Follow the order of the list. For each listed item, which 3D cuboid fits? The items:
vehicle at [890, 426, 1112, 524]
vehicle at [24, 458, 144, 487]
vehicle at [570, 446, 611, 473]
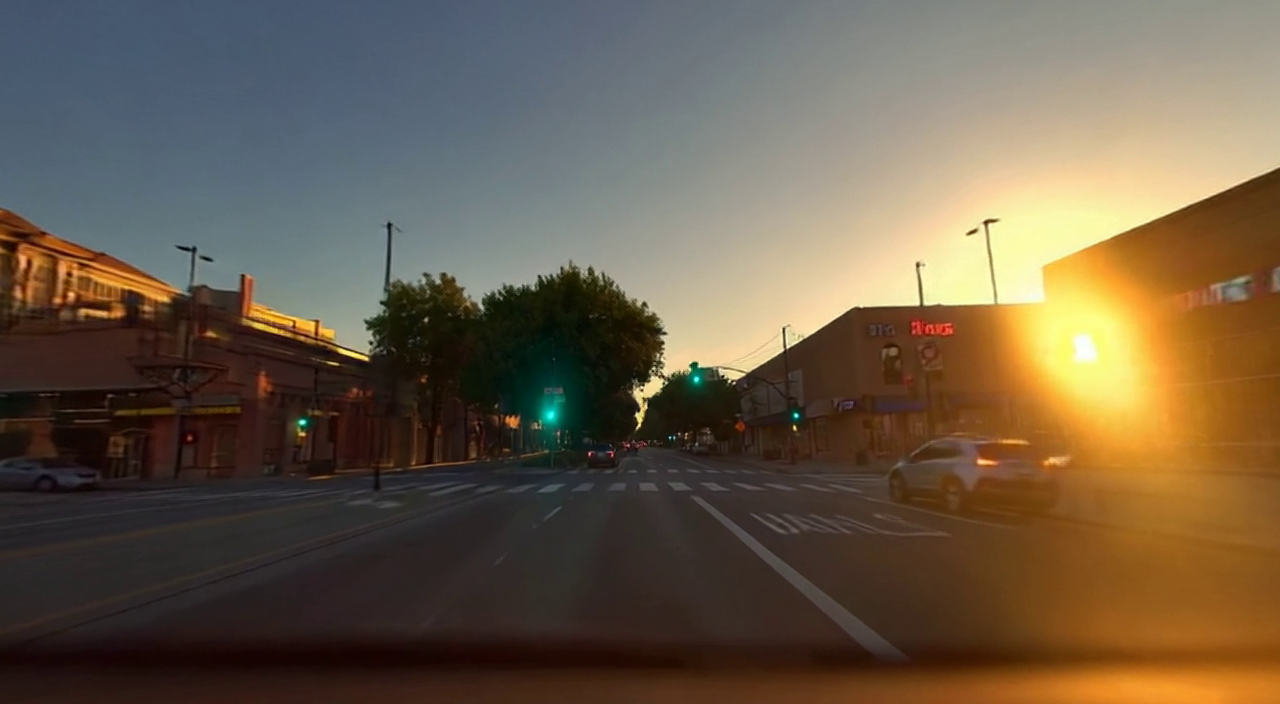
[{"bbox_3d":[7.220,2.491,13.306,1.950,1.686,4.509,0,-9,-1],"label":"vehicle"},{"bbox_3d":[-29.681,6.429,33.700,4.644,1.428,1.814,0,-8,-1],"label":"vehicle"},{"bbox_3d":[-2.881,6.400,37.677,2.078,1.471,4.217,0,-9,0],"label":"vehicle"}]
